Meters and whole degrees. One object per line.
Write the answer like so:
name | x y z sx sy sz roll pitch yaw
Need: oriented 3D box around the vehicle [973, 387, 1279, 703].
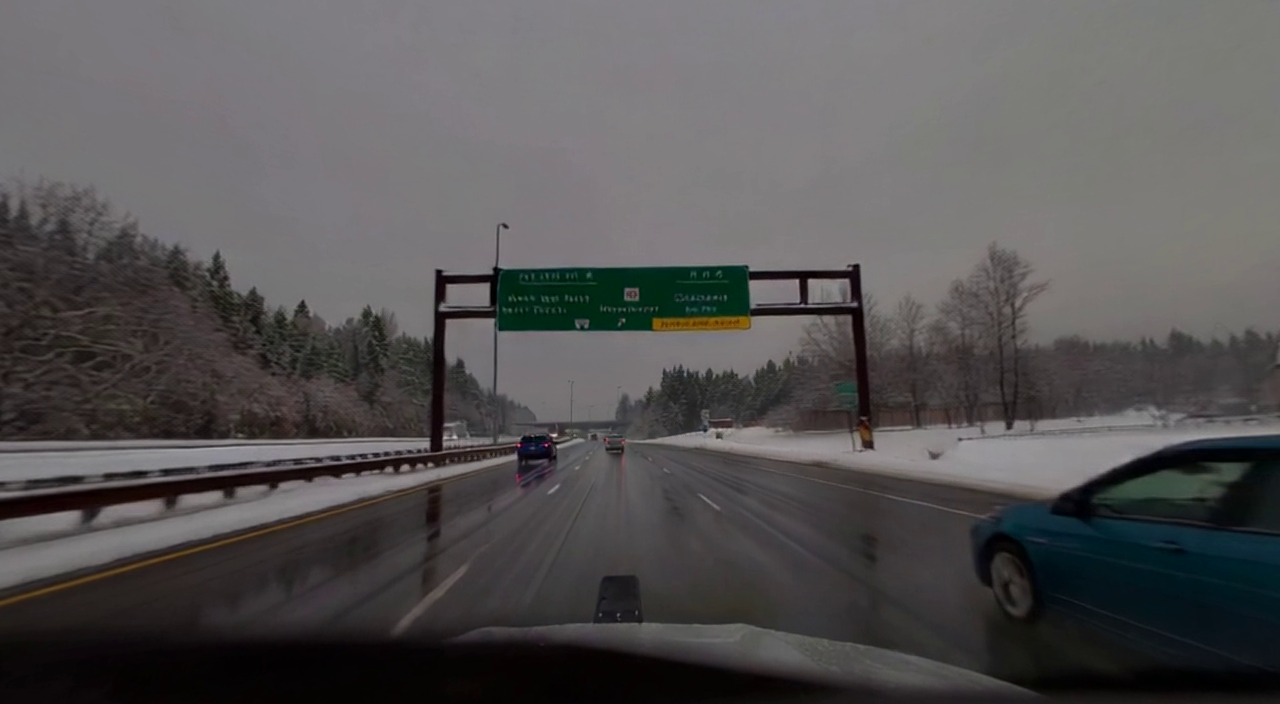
vehicle | 3.789 0.941 2.708 2.033 1.576 4.691 0 -8 -2

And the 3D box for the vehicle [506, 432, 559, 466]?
vehicle | -5.368 4.892 31.938 2.100 1.590 4.077 0 -8 -2

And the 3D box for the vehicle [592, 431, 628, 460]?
vehicle | -1.820 5.850 39.616 2.159 1.690 3.720 0 -8 -1
